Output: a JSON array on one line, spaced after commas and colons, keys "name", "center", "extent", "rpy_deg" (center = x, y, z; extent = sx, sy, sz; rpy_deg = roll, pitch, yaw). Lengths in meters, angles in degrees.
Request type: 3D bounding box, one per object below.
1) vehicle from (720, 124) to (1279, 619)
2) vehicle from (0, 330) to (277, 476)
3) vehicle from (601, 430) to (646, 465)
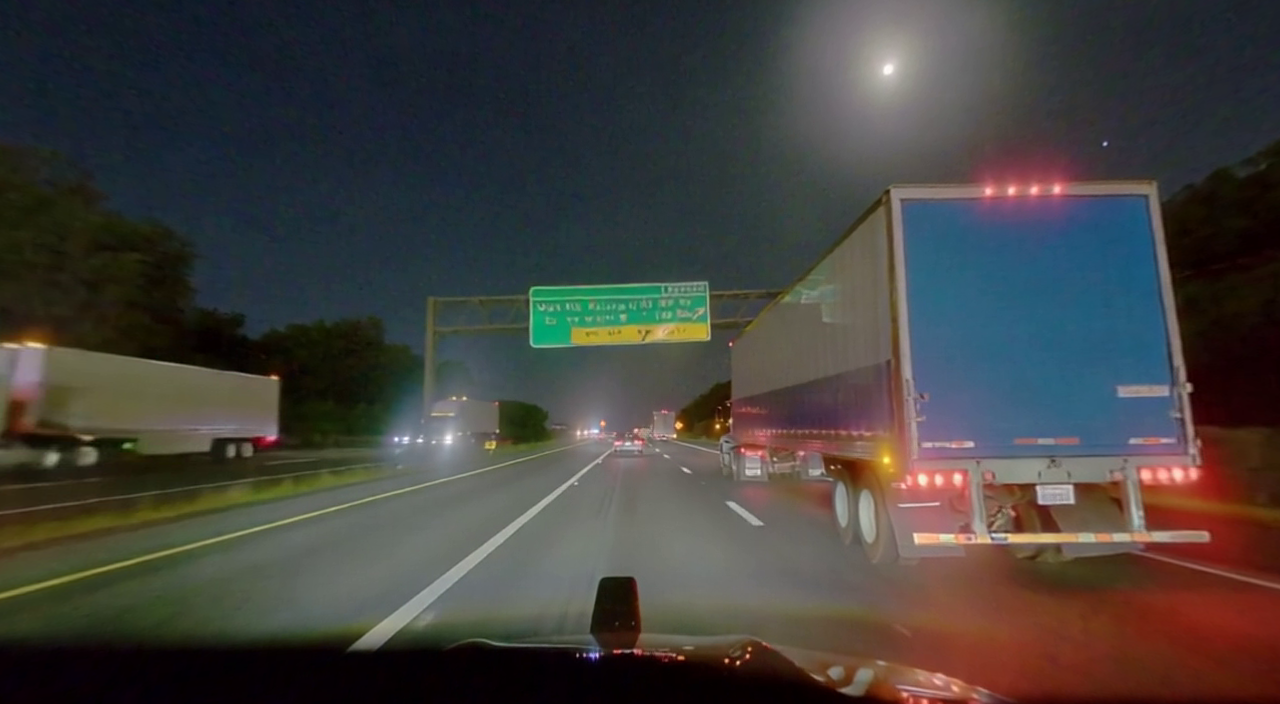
[{"name": "vehicle", "center": [3.584, 0.768, 10.032], "extent": [2.919, 3.634, 10.888], "rpy_deg": [0, -8, -1]}, {"name": "vehicle", "center": [-19.386, 2.291, 24.071], "extent": [2.857, 4.045, 13.948], "rpy_deg": [0, -8, 0]}, {"name": "vehicle", "center": [-0.748, 4.345, 28.819], "extent": [1.929, 1.469, 3.677], "rpy_deg": [0, -8, -1]}]
